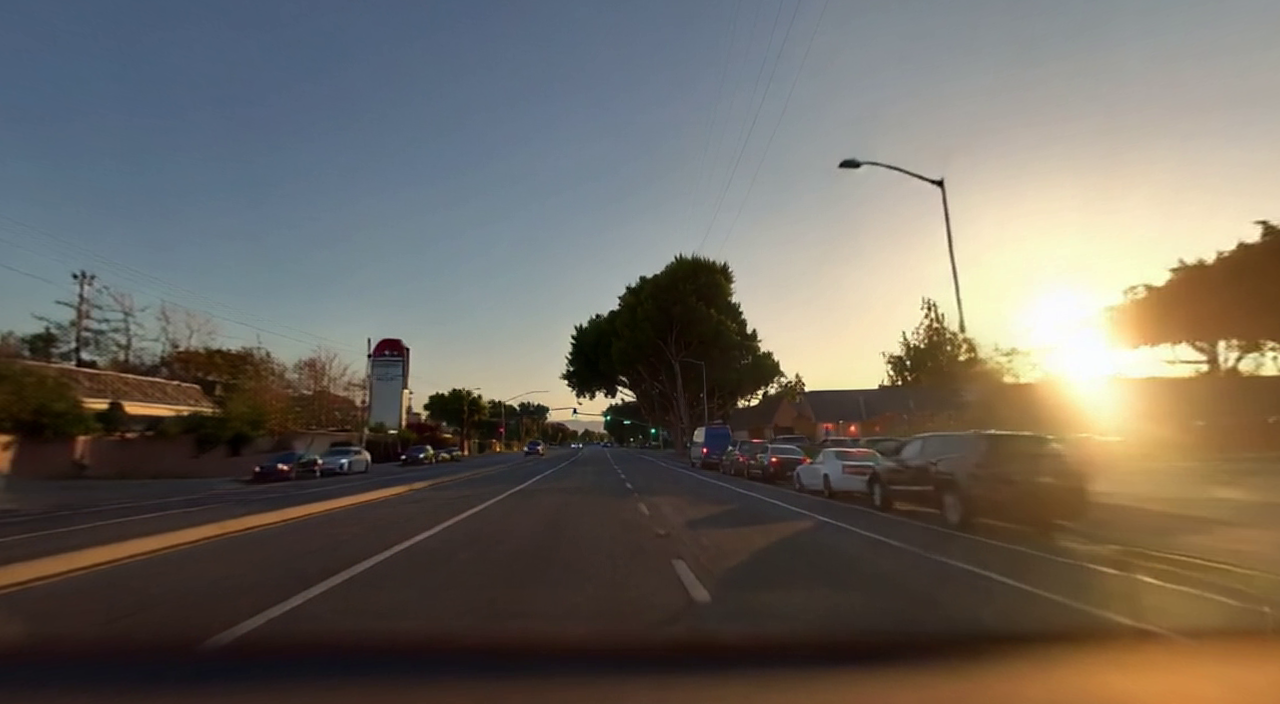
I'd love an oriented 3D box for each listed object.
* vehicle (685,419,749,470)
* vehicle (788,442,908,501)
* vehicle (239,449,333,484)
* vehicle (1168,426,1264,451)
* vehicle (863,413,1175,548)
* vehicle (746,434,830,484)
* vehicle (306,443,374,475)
[{"bbox_3d":[4.691,5.801,39.787,2.739,2.866,6.142,-1,-7,-5],"label":"vehicle"},{"bbox_3d":[5.875,3.425,18.483,1.902,1.494,4.622,0,-9,-1],"label":"vehicle"},{"bbox_3d":[-16.843,5.436,30.281,2.036,1.478,4.615,0,-9,-3],"label":"vehicle"},{"bbox_3d":[43.909,6.657,48.094,2.062,1.781,5.018,7,-11,-38],"label":"vehicle"},{"bbox_3d":[6.440,2.254,11.868,2.092,1.887,5.632,1,-9,-4],"label":"vehicle"},{"bbox_3d":[5.753,4.220,25.064,1.952,1.771,4.385,1,-9,-5],"label":"vehicle"},{"bbox_3d":[-17.217,6.160,36.378,1.928,1.718,4.279,0,-9,-2],"label":"vehicle"}]
